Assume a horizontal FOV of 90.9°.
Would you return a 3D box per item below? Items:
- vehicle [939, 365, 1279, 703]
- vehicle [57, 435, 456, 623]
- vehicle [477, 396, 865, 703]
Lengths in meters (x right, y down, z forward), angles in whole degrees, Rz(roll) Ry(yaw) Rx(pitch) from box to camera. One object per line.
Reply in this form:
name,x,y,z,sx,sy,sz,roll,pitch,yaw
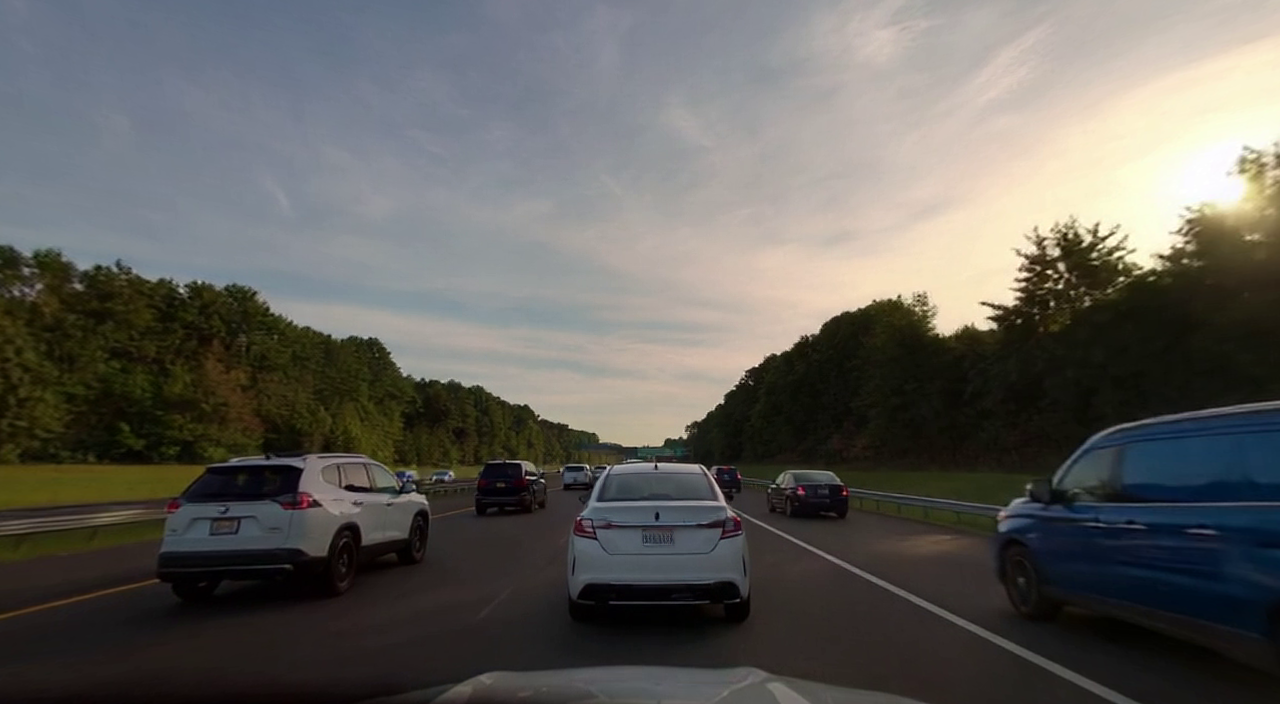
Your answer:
vehicle,4.426,1.333,4.984,1.984,1.876,4.287,1,-11,0
vehicle,-3.897,1.902,7.557,1.994,1.556,4.263,0,-11,1
vehicle,0.135,1.495,5.499,2.057,1.725,4.126,1,-11,-1
